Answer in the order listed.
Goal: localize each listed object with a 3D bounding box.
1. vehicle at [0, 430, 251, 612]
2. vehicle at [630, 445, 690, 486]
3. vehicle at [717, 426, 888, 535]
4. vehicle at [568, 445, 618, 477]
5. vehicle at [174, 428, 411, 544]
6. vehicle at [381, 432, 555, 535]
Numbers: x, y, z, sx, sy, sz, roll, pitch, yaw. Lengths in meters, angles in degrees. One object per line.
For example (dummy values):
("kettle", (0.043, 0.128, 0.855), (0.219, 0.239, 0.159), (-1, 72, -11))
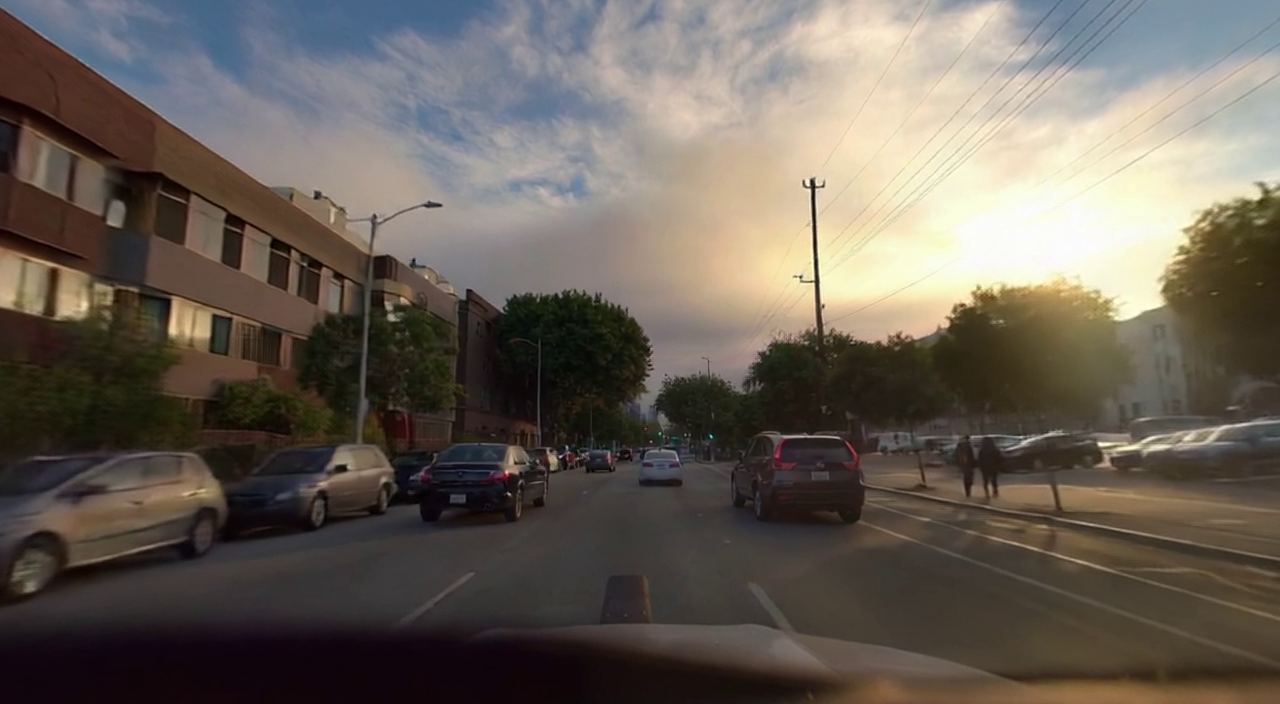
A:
("vehicle", (-6.178, 1.723, 7.104), (1.620, 1.586, 2.903), (0, -9, 1))
("vehicle", (0.758, 4.431, 24.951), (2.139, 1.466, 4.373), (0, -9, 1))
("vehicle", (2.852, 2.374, 12.255), (2.094, 1.709, 4.394), (0, -9, -1))
("vehicle", (-2.328, 5.580, 32.445), (2.019, 1.507, 4.643), (-1, -9, 2))
("vehicle", (-5.944, 2.317, 11.511), (1.867, 1.692, 4.188), (0, -9, 1))
("vehicle", (-3.034, 2.408, 12.128), (2.085, 1.619, 3.976), (-1, -9, 2))
